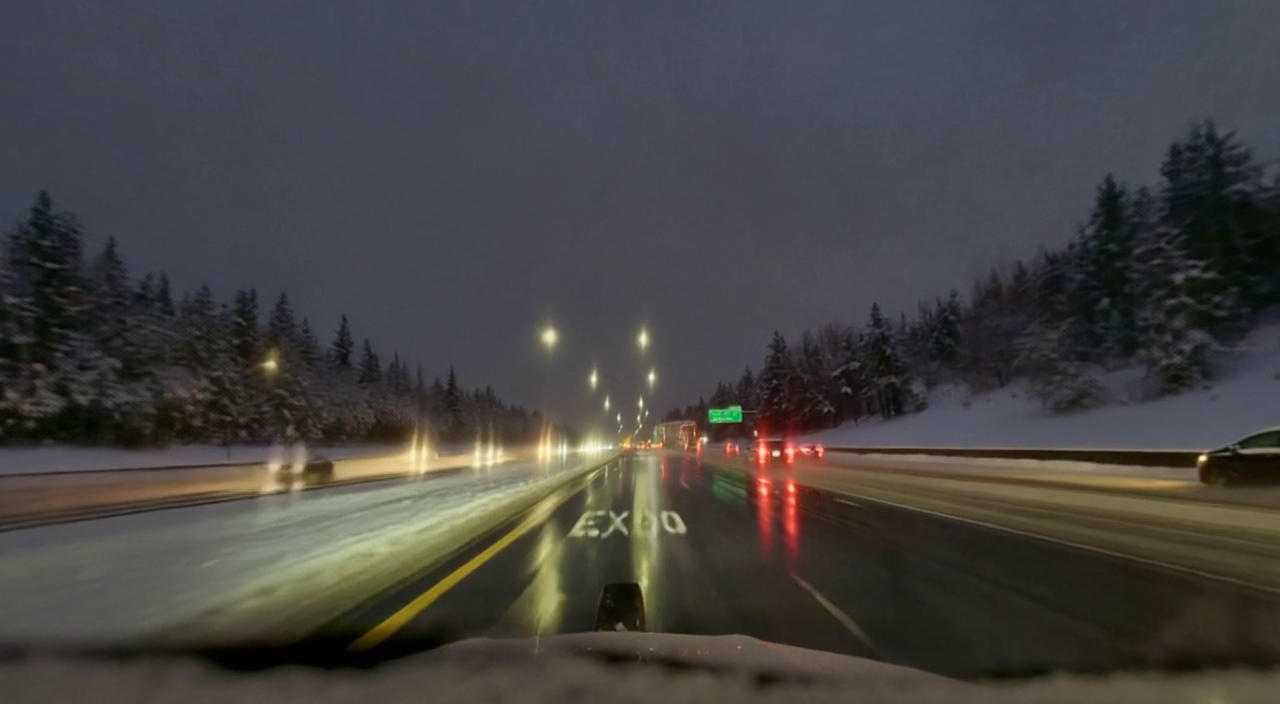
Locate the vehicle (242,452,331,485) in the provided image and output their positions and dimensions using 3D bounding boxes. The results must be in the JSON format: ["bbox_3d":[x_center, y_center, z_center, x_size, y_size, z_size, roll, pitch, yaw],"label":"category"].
[{"bbox_3d":[-17.540,5.775,31.655,1.851,1.492,4.531,0,-9,0],"label":"vehicle"}]

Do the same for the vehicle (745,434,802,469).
[{"bbox_3d":[7.370,5.551,35.335,2.098,1.820,4.505,0,-9,-2],"label":"vehicle"}]

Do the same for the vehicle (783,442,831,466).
[{"bbox_3d":[10.859,6.684,41.447,1.931,1.479,4.183,0,-9,-1],"label":"vehicle"}]
